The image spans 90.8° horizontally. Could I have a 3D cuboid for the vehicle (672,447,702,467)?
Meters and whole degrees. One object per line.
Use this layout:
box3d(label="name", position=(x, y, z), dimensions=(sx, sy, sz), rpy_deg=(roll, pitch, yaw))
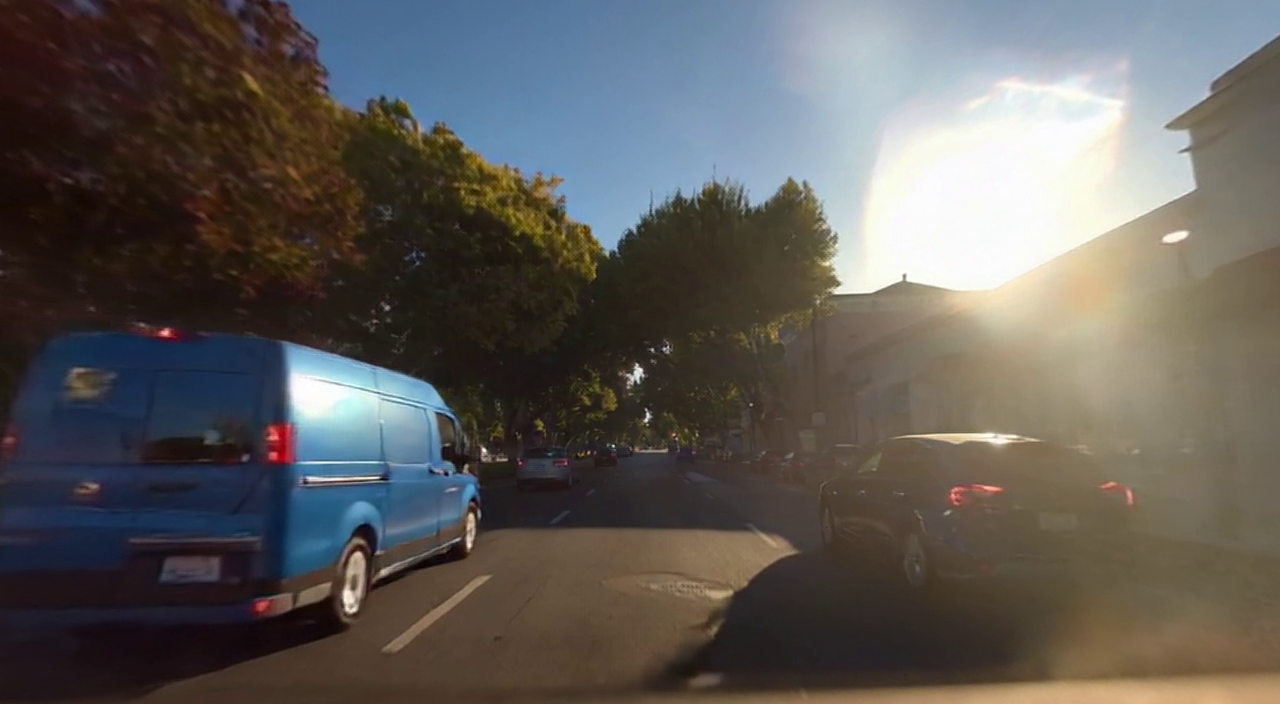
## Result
box3d(label="vehicle", position=(3.559, 8.073, 48.722), dimensions=(1.961, 1.482, 4.538), rpy_deg=(0, -9, 0))

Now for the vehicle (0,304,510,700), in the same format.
box3d(label="vehicle", position=(-3.202, 1.212, 6.312), dimensions=(2.490, 2.153, 5.594), rpy_deg=(0, -9, 1))

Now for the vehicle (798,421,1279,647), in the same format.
box3d(label="vehicle", position=(3.264, 1.563, 6.570), dimensions=(2.021, 1.491, 4.563), rpy_deg=(0, -9, -1))

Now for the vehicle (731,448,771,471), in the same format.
box3d(label="vehicle", position=(7.320, 7.152, 42.182), dimensions=(1.896, 1.442, 4.305), rpy_deg=(0, -9, 0))

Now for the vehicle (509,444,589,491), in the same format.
box3d(label="vehicle", position=(-3.077, 4.026, 22.372), dimensions=(2.060, 1.466, 4.387), rpy_deg=(0, -9, 1))
